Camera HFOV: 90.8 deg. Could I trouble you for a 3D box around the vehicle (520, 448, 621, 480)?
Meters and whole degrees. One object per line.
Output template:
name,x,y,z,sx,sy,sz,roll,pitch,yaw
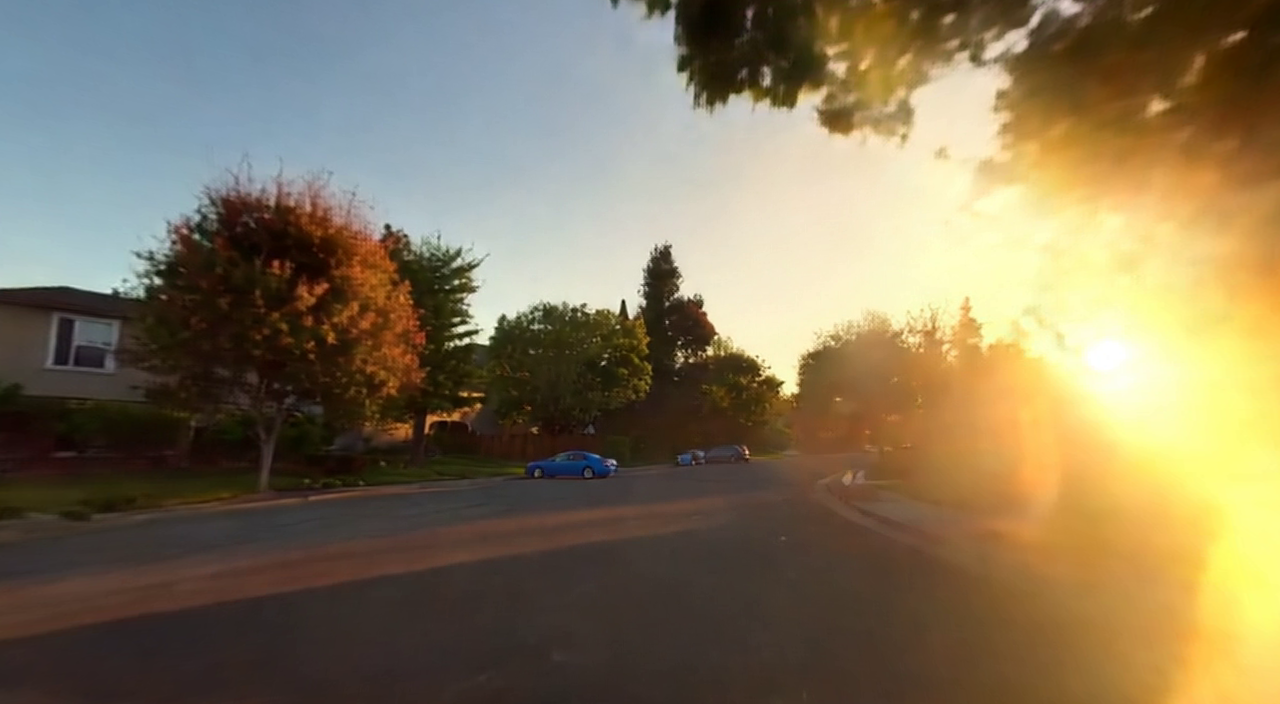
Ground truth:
vehicle,-3.432,5.569,31.537,4.653,1.480,1.871,-2,-9,15
